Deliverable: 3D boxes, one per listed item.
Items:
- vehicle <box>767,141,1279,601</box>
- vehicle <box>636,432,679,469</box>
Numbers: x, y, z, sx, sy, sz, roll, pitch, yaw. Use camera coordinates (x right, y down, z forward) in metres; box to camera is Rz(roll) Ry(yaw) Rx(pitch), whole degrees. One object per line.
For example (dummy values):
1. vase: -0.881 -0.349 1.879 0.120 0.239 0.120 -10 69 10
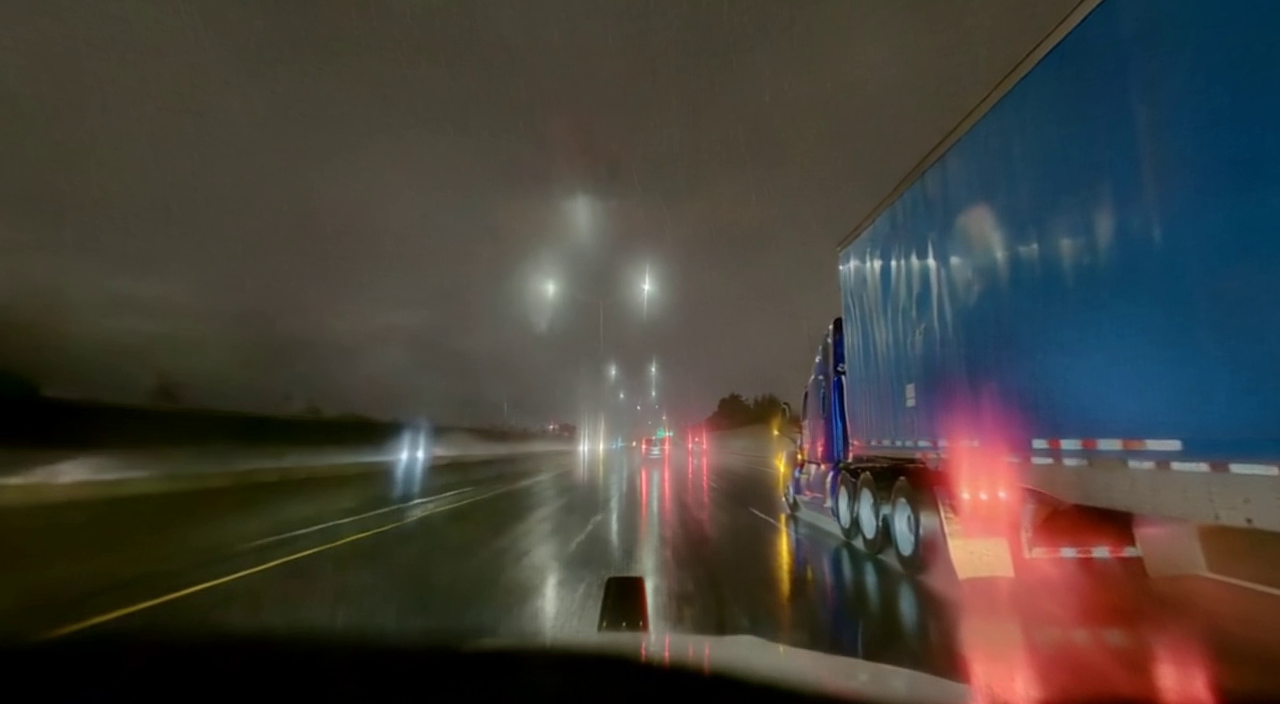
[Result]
1. vehicle: 4.323 0.696 9.755 3.030 3.985 8.655 -1 -8 1
2. vehicle: 0.931 5.393 34.637 2.205 1.860 4.301 -1 -8 1
